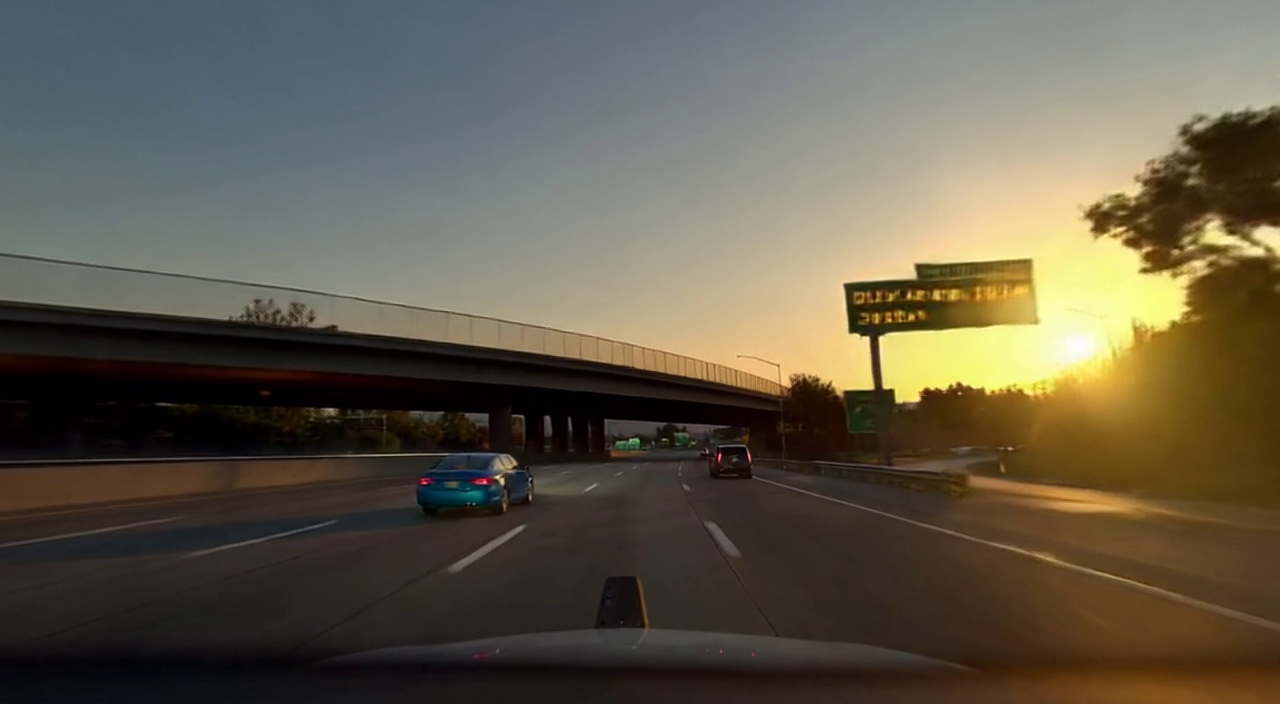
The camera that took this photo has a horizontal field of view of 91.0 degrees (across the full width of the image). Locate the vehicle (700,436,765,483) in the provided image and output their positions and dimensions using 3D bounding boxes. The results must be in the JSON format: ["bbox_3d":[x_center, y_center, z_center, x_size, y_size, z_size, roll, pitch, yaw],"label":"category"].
[{"bbox_3d":[3.944,4.678,27.602,2.225,1.833,4.340,0,-9,1],"label":"vehicle"}]

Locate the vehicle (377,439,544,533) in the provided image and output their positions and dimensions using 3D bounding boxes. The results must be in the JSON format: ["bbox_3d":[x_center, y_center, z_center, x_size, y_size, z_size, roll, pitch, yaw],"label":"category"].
[{"bbox_3d":[-3.242,2.509,12.432,1.937,1.490,4.372,0,-9,1],"label":"vehicle"}]
